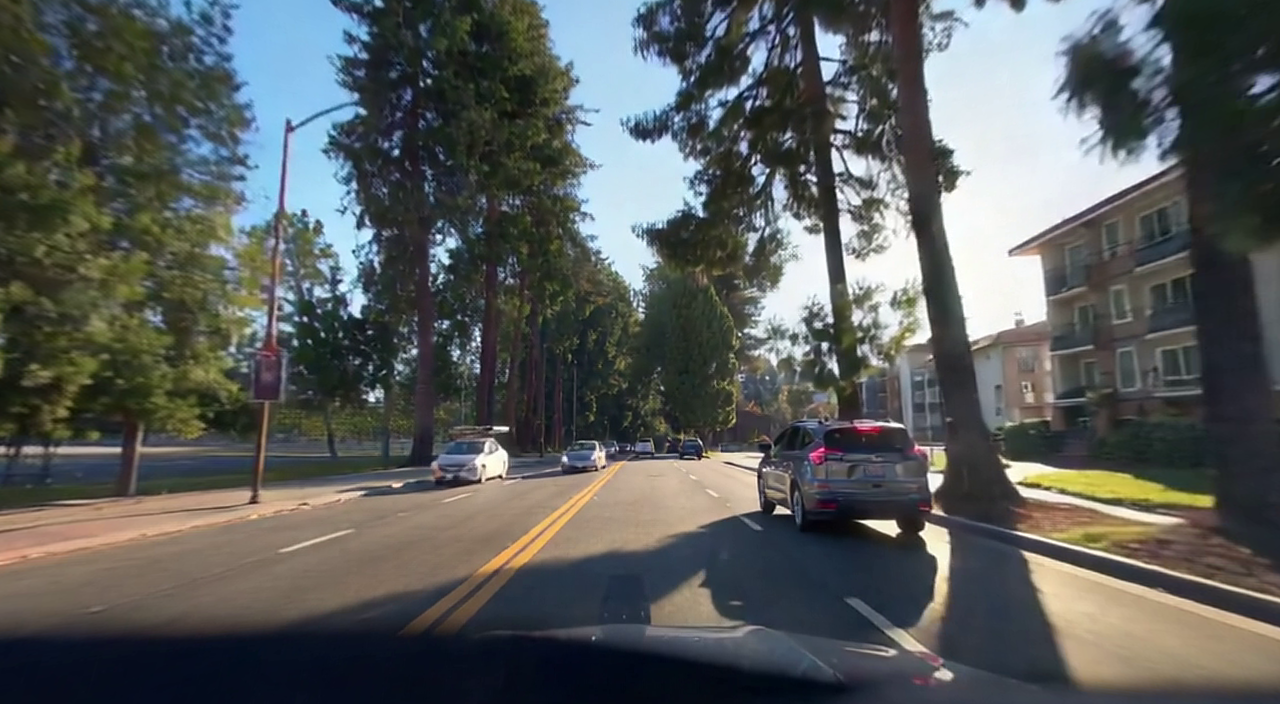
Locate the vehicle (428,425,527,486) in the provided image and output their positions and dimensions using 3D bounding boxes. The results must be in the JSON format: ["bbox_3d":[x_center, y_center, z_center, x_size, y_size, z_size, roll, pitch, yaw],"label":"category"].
[{"bbox_3d":[-5.959,3.891,23.914,2.200,2.041,5.550,0,-8,1],"label":"vehicle"}]

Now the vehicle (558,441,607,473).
[{"bbox_3d":[-2.660,4.951,29.950,1.941,1.409,3.975,0,-8,0],"label":"vehicle"}]

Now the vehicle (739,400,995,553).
[{"bbox_3d":[3.227,1.922,10.398,2.219,1.881,5.104,0,-8,-1],"label":"vehicle"}]
